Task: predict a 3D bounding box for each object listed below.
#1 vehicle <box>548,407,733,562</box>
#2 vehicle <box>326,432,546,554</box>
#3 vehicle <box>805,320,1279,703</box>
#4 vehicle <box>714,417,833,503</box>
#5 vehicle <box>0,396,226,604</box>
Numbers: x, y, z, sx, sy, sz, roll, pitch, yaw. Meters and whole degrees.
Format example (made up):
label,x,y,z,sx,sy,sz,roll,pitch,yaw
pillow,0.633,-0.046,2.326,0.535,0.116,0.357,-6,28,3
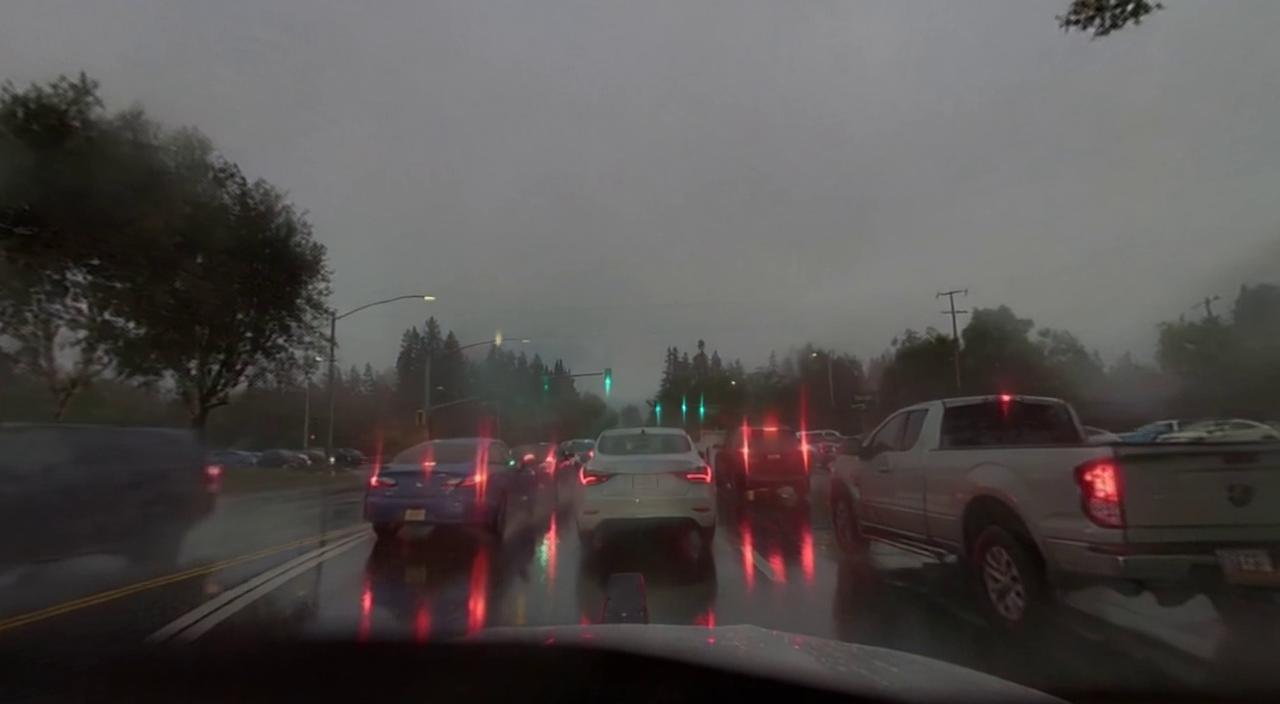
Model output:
label,x,y,z,sx,sy,sz,roll,pitch,yaw
vehicle,0.063,1.811,9.260,2.113,1.768,3.901,0,-9,2
vehicle,-2.878,2.087,10.062,2.023,1.494,4.259,0,-9,1
vehicle,3.410,1.215,5.675,2.317,1.857,5.940,0,-9,1
vehicle,3.654,3.112,18.567,2.408,2.100,5.668,0,-9,2
vehicle,-6.952,1.465,6.487,2.159,1.885,4.661,0,-9,0
